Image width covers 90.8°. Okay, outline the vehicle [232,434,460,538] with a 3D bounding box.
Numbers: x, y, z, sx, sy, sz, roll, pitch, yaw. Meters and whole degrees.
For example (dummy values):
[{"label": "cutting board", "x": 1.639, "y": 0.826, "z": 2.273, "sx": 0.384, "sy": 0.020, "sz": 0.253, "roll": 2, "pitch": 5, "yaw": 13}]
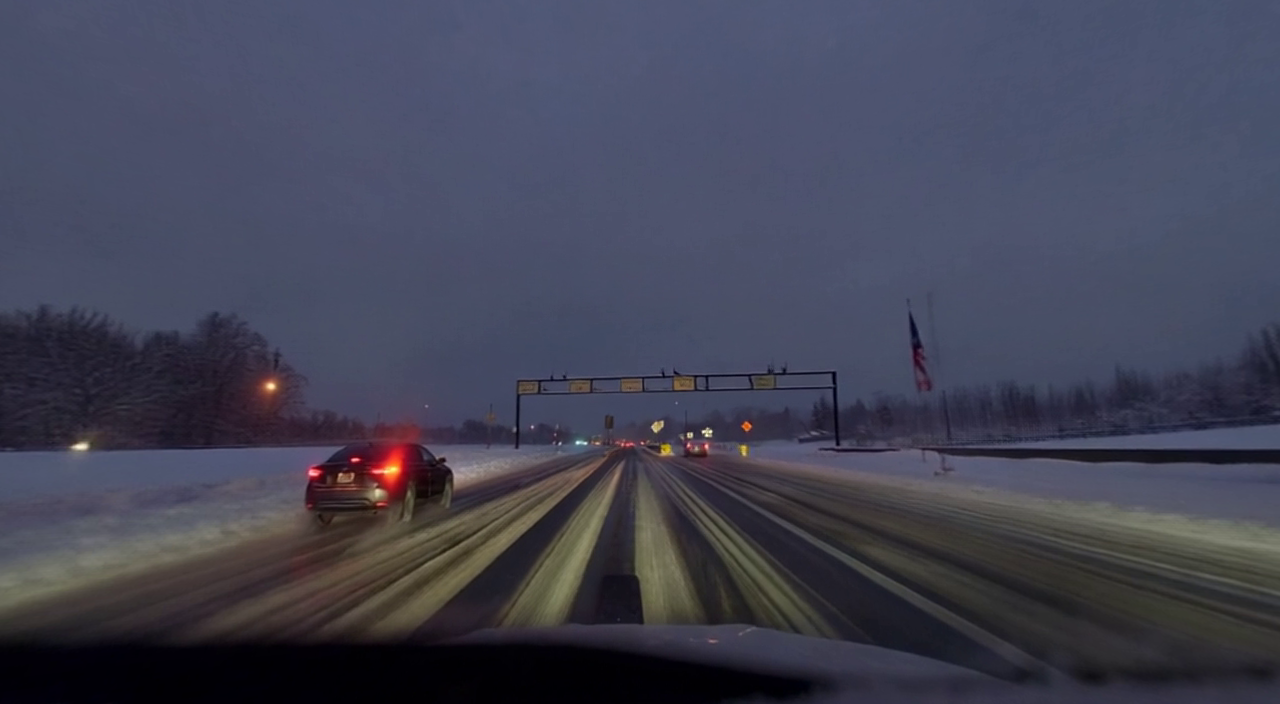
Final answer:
[{"label": "vehicle", "x": -4.861, "y": 2.254, "z": 11.310, "sx": 1.981, "sy": 1.465, "sz": 4.334, "roll": 0, "pitch": -8, "yaw": 0}]
